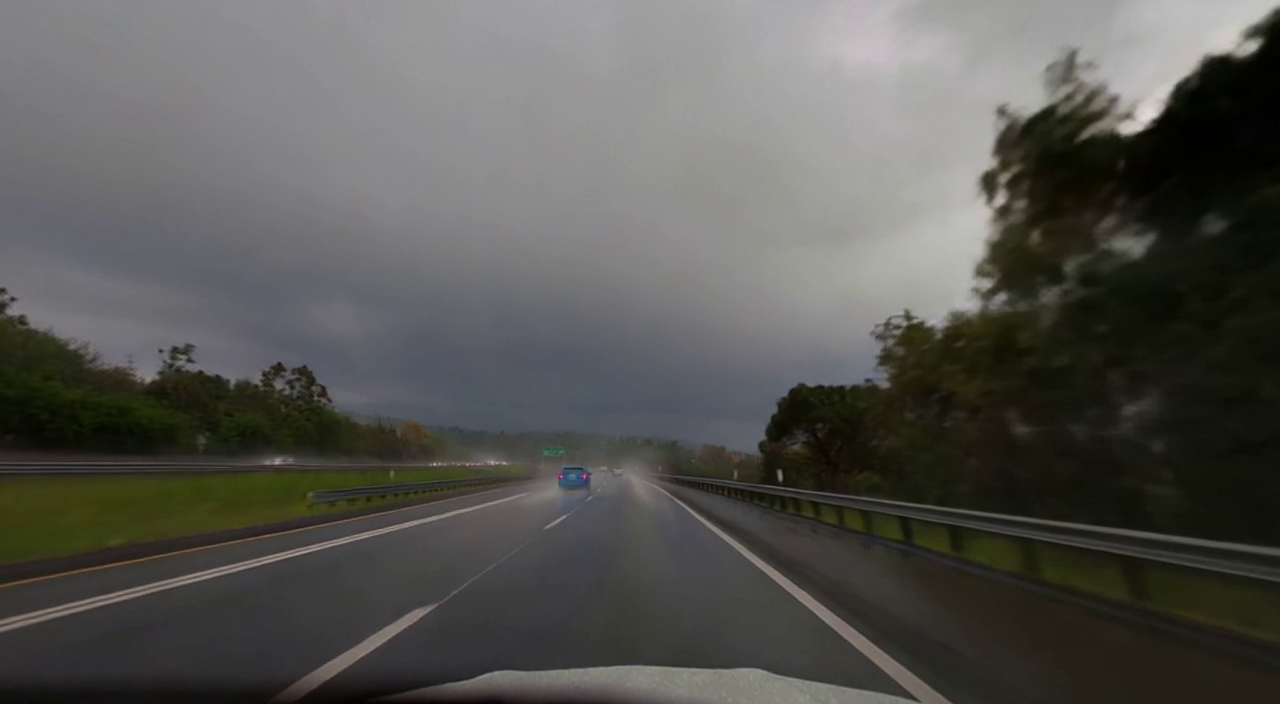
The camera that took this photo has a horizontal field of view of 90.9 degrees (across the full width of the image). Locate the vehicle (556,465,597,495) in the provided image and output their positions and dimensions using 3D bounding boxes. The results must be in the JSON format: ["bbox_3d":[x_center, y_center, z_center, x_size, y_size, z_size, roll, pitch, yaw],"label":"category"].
[{"bbox_3d":[-3.547,7.274,36.022,1.967,1.556,4.364,1,-10,-1],"label":"vehicle"}]
